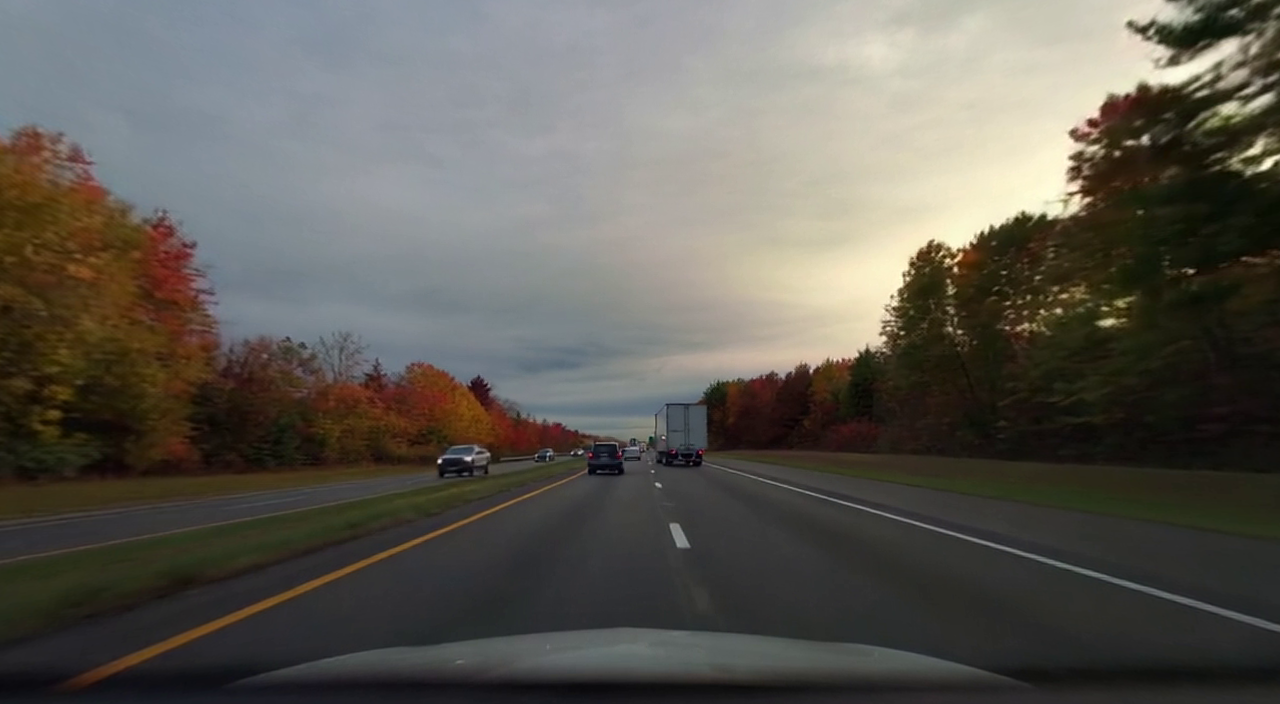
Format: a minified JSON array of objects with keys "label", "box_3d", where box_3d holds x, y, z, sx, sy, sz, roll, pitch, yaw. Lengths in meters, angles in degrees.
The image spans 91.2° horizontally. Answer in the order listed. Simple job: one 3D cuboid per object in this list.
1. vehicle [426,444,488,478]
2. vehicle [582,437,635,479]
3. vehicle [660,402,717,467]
[{"label":"vehicle","box_3d":[-9.494,5.695,32.868,1.977,1.633,4.138,-1,-9,0]},{"label":"vehicle","box_3d":[-1.341,4.734,28.224,2.151,1.693,4.201,-1,-9,1]},{"label":"vehicle","box_3d":[3.252,6.259,46.574,3.068,4.042,13.787,0,-9,0]}]
